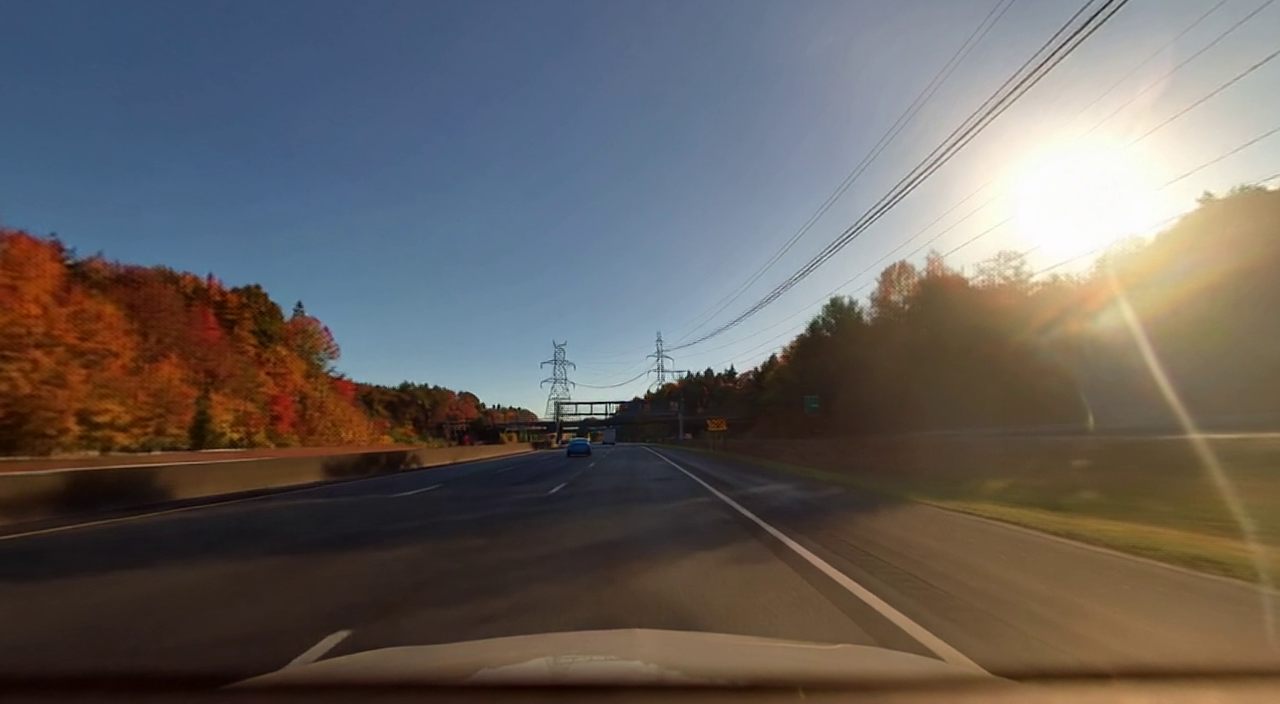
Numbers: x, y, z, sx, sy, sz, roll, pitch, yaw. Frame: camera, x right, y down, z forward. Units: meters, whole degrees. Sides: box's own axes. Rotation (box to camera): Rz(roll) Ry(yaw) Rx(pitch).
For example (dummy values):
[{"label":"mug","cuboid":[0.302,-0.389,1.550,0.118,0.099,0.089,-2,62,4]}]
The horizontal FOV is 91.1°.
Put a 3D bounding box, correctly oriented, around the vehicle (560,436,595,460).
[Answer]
[{"label":"vehicle","cuboid":[-4.207,6.511,42.885,2.025,1.475,4.379,0,-8,-2]}]
